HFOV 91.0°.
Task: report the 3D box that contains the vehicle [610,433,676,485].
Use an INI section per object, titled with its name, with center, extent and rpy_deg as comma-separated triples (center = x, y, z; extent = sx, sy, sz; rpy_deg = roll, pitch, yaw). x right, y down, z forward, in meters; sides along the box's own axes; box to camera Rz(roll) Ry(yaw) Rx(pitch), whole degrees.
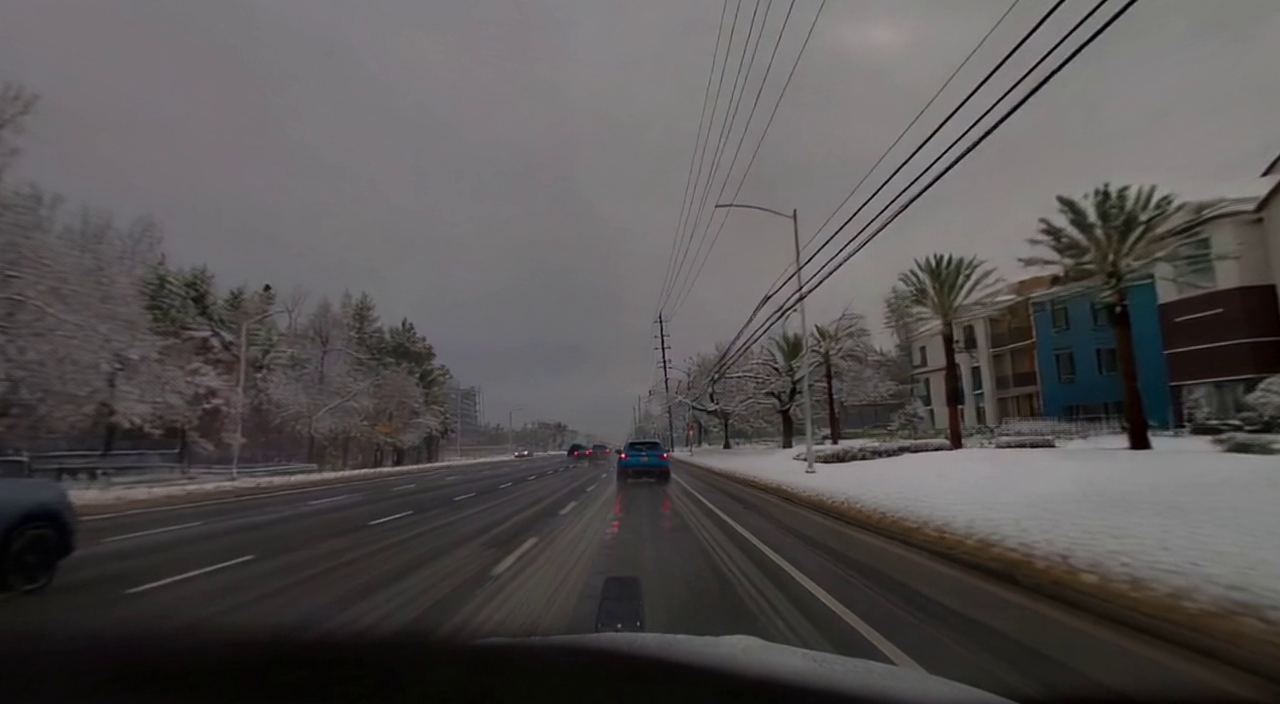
[vehicle]
center = 0.088, 3.858, 22.987
extent = 2.198, 1.706, 4.166
rpy_deg = 0, -9, 0
